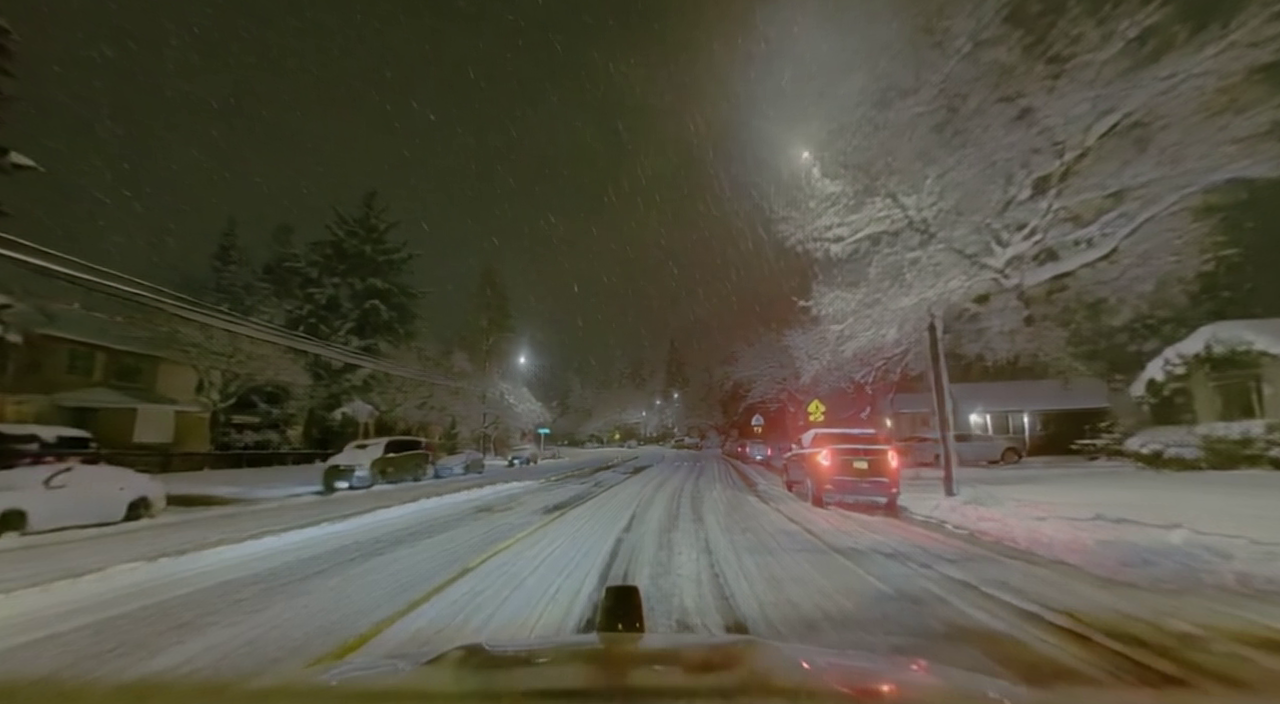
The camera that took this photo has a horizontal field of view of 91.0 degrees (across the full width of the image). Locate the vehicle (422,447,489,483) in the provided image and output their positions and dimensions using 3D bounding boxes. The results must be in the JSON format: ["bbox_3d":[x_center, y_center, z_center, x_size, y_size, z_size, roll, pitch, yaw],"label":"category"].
[{"bbox_3d":[-9.142,5.588,31.546,1.967,1.488,4.216,-6,-9,1],"label":"vehicle"}]

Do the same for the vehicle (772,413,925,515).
[{"bbox_3d":[5.234,2.913,17.117,2.574,2.156,6.672,0,-8,6],"label":"vehicle"}]

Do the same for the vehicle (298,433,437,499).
[{"bbox_3d":[-9.964,4.202,23.619,2.450,1.998,5.367,-6,-9,5],"label":"vehicle"}]

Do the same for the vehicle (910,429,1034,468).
[{"bbox_3d":[15.668,4.568,29.970,4.637,1.661,2.158,-3,-8,9],"label":"vehicle"}]

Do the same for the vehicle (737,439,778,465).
[{"bbox_3d":[8.745,7.443,47.277,1.954,1.732,6.409,2,-8,1],"label":"vehicle"}]

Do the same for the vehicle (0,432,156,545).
[{"bbox_3d":[-11.220,2.356,10.785,2.105,1.776,4.657,-4,-9,1],"label":"vehicle"}]
